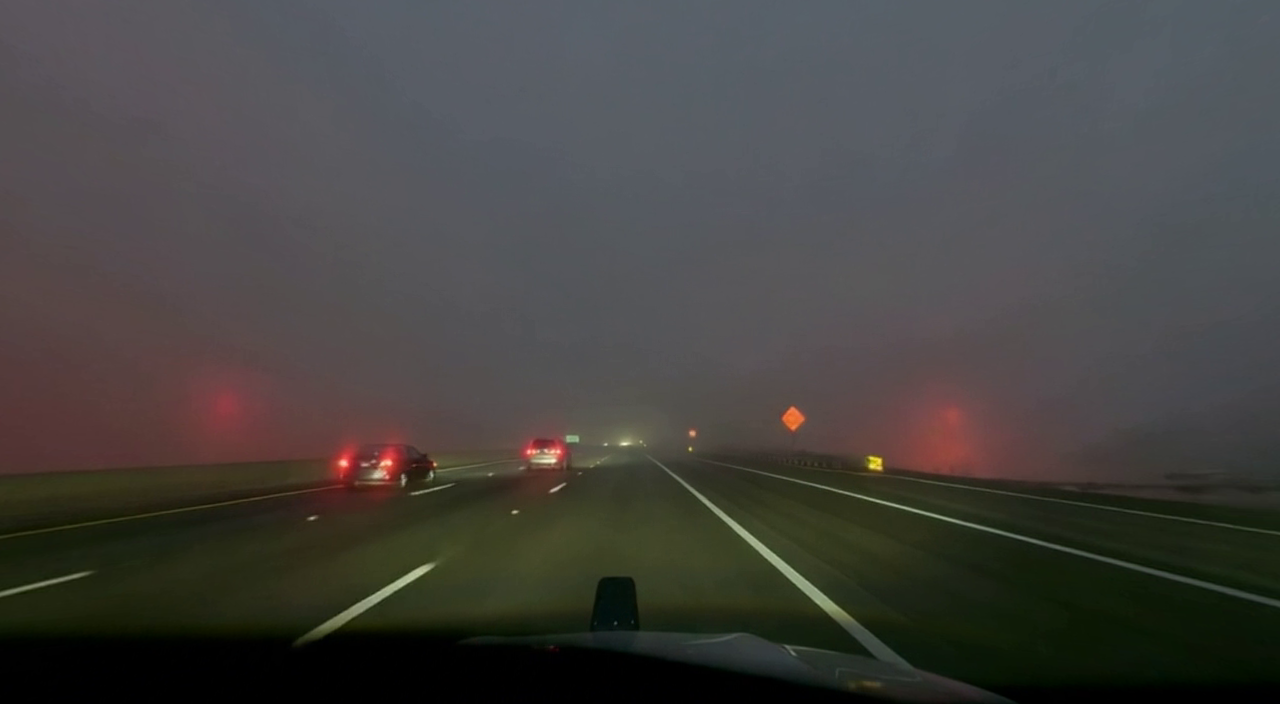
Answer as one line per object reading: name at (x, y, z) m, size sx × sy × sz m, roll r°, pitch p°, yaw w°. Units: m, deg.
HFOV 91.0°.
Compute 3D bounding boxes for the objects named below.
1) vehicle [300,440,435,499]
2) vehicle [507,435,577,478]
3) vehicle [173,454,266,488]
vehicle at (-7.916, 3.409, 18.904) m, size 1.924 × 1.519 × 4.791 m, roll 0°, pitch -8°, yaw 0°
vehicle at (-4.095, 4.478, 27.338) m, size 2.200 × 1.662 × 5.091 m, roll -1°, pitch -8°, yaw 0°
vehicle at (-20.945, 5.929, 31.569) m, size 1.886 × 1.457 × 3.984 m, roll 0°, pitch -8°, yaw 0°
